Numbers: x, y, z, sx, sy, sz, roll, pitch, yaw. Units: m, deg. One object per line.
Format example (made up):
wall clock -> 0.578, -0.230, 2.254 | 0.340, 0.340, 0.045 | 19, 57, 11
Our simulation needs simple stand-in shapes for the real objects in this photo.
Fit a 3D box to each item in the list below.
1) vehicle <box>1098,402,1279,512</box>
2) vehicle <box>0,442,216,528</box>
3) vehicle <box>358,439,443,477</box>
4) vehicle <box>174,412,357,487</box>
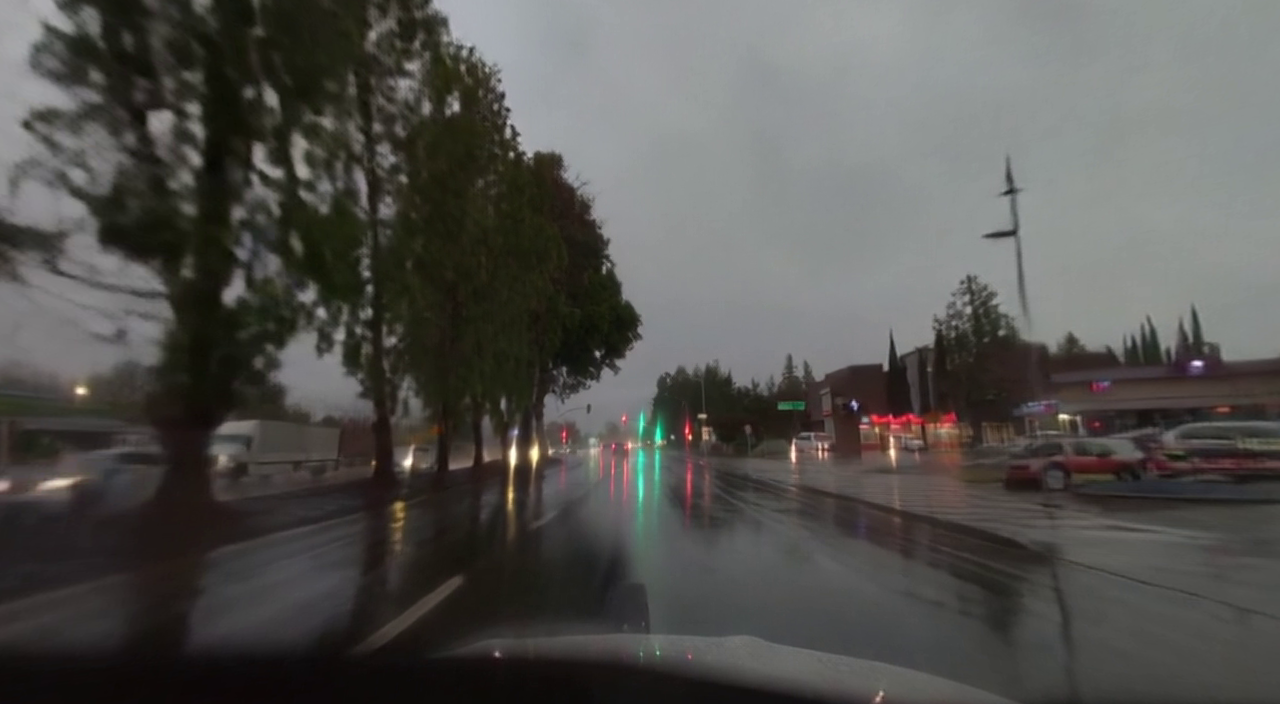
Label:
vehicle -> 12.483, 1.996, 12.607 | 4.882, 1.927, 2.029 | -3, -8, 2
vehicle -> -11.531, 2.699, 13.438 | 1.860, 1.495, 4.409 | 0, -9, 1
vehicle -> -11.174, 4.976, 29.814 | 2.078, 1.656, 4.624 | 0, -9, 1
vehicle -> -18.949, 5.092, 33.182 | 2.958, 3.304, 10.523 | 0, -9, 1
